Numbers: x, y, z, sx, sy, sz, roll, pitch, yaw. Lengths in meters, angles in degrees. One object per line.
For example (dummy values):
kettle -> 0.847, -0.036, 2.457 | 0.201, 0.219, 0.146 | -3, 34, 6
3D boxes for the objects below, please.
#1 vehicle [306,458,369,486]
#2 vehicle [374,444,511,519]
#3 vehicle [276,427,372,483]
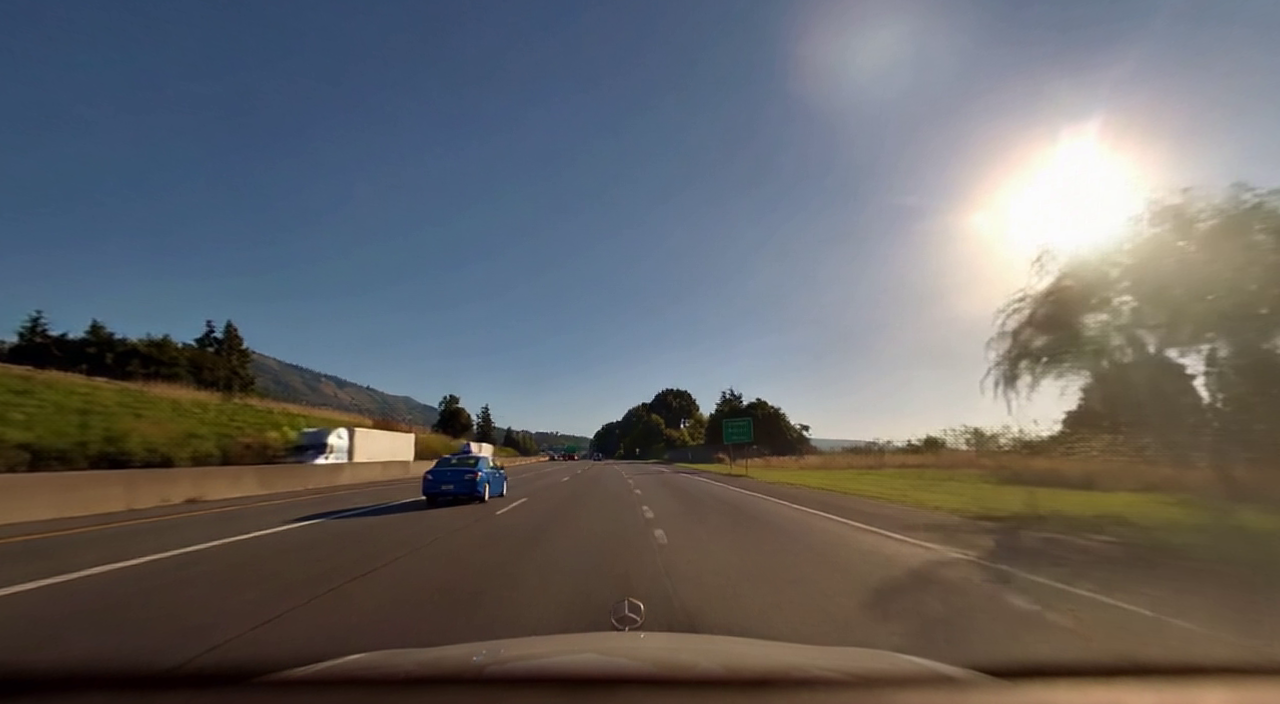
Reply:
vehicle -> -17.693, 7.012, 37.099 | 1.766, 1.456, 3.905 | 0, -9, -1
vehicle -> -4.566, 3.040, 15.290 | 2.121, 1.537, 3.852 | 0, -9, -1
vehicle -> -22.239, 7.319, 44.914 | 3.788, 3.644, 6.022 | 0, -9, -2
